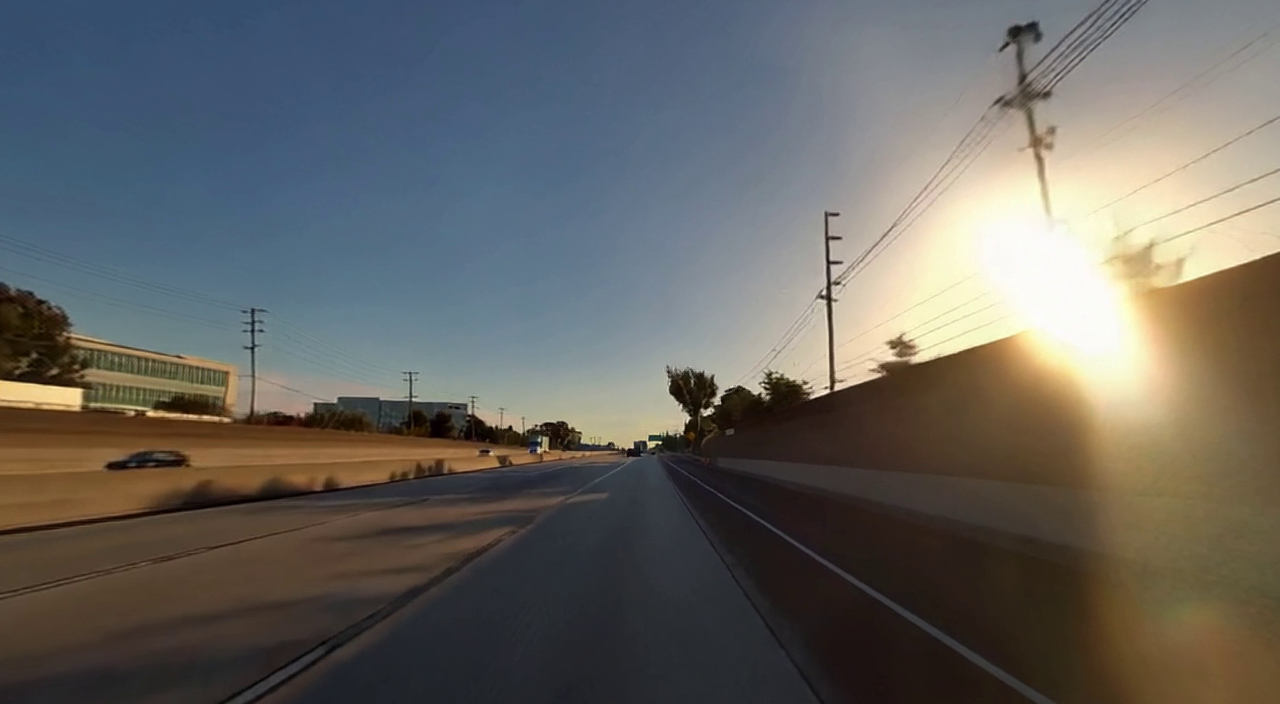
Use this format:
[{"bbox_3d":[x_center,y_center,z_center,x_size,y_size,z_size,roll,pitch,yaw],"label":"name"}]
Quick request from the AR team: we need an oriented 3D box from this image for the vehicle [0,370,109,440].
[{"bbox_3d":[-41.647,3.119,39.114,2.823,4.002,15.316,-4,-10,6],"label":"vehicle"}]
